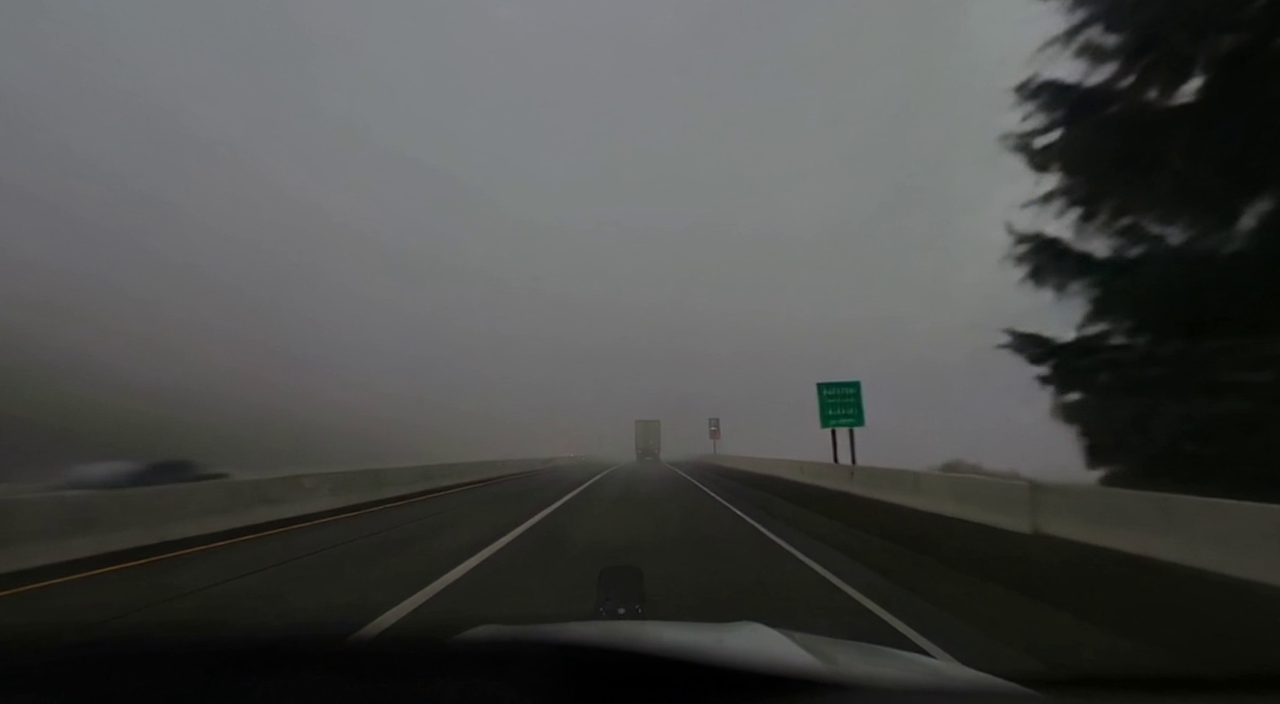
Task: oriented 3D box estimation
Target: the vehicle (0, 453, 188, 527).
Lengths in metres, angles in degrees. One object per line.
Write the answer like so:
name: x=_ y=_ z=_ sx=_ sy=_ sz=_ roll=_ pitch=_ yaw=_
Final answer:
vehicle: x=-13.082 y=3.124 z=14.815 sx=1.833 sy=1.431 sz=4.206 roll=0 pitch=-9 yaw=0
